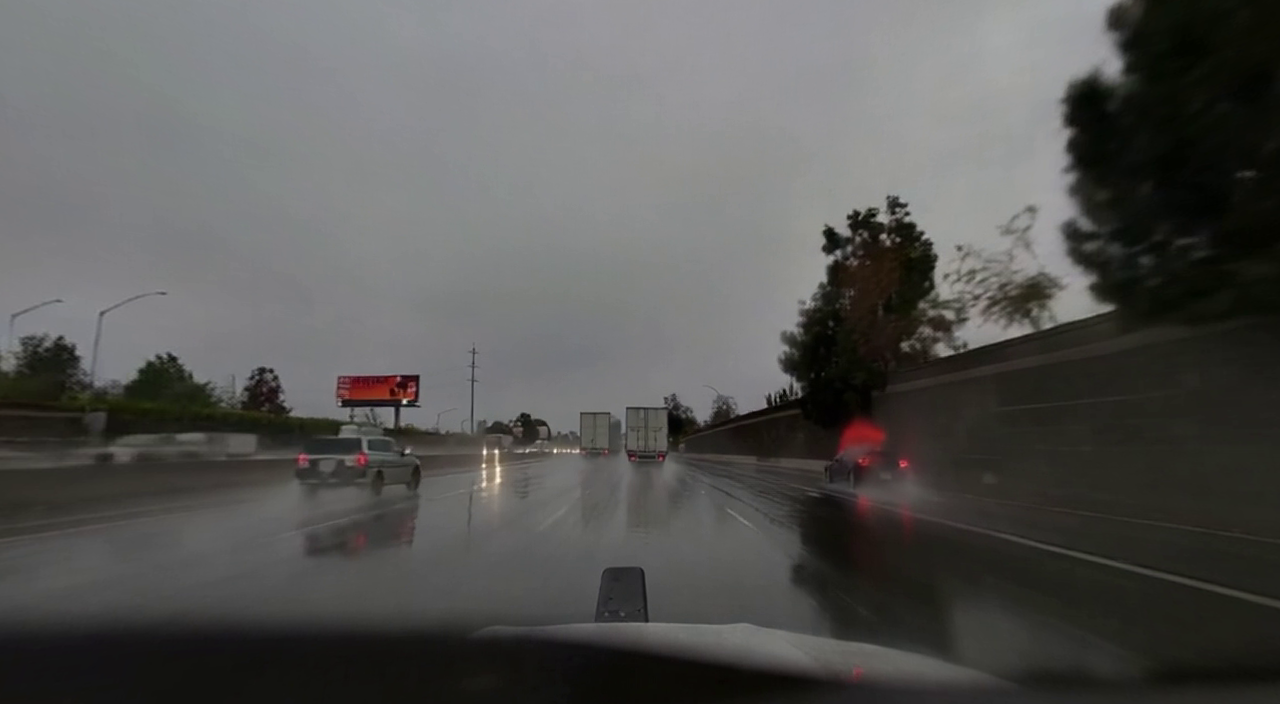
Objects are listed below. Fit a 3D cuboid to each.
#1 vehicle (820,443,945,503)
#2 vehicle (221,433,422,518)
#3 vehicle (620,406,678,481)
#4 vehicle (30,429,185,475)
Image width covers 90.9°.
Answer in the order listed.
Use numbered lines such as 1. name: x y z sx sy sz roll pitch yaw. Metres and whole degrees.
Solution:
1. vehicle: 7.096 3.554 19.025 1.969 1.560 4.394 0 -8 -1
2. vehicle: -6.729 2.638 14.084 1.992 1.547 4.673 0 -8 1
3. vehicle: 0.431 5.419 39.115 3.054 3.944 11.230 0 -6 0
4. vehicle: -21.953 4.146 26.357 2.287 1.689 4.740 0 -8 1
